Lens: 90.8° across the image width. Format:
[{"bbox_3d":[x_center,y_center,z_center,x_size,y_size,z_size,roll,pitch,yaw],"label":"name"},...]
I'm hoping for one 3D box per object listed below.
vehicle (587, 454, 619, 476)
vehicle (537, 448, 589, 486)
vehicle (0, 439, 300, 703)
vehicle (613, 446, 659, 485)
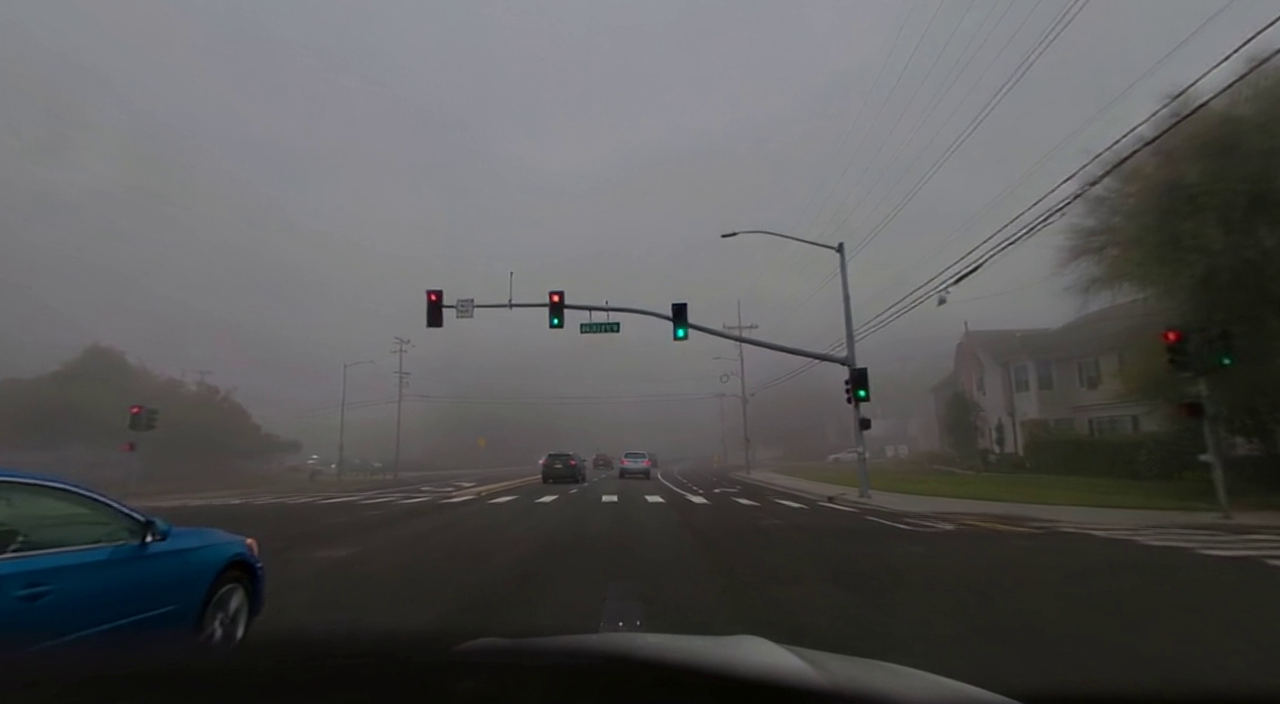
[{"bbox_3d":[-2.720,8.453,47.449,1.863,1.449,4.153,0,-9,3],"label":"vehicle"},{"bbox_3d":[-3.641,5.508,30.597,1.899,1.685,4.121,0,-9,2],"label":"vehicle"},{"bbox_3d":[-3.490,1.040,2.418,1.901,1.409,4.442,0,-9,0],"label":"vehicle"},{"bbox_3d":[-0.153,5.728,32.158,2.155,1.836,4.250,0,-9,1],"label":"vehicle"}]
